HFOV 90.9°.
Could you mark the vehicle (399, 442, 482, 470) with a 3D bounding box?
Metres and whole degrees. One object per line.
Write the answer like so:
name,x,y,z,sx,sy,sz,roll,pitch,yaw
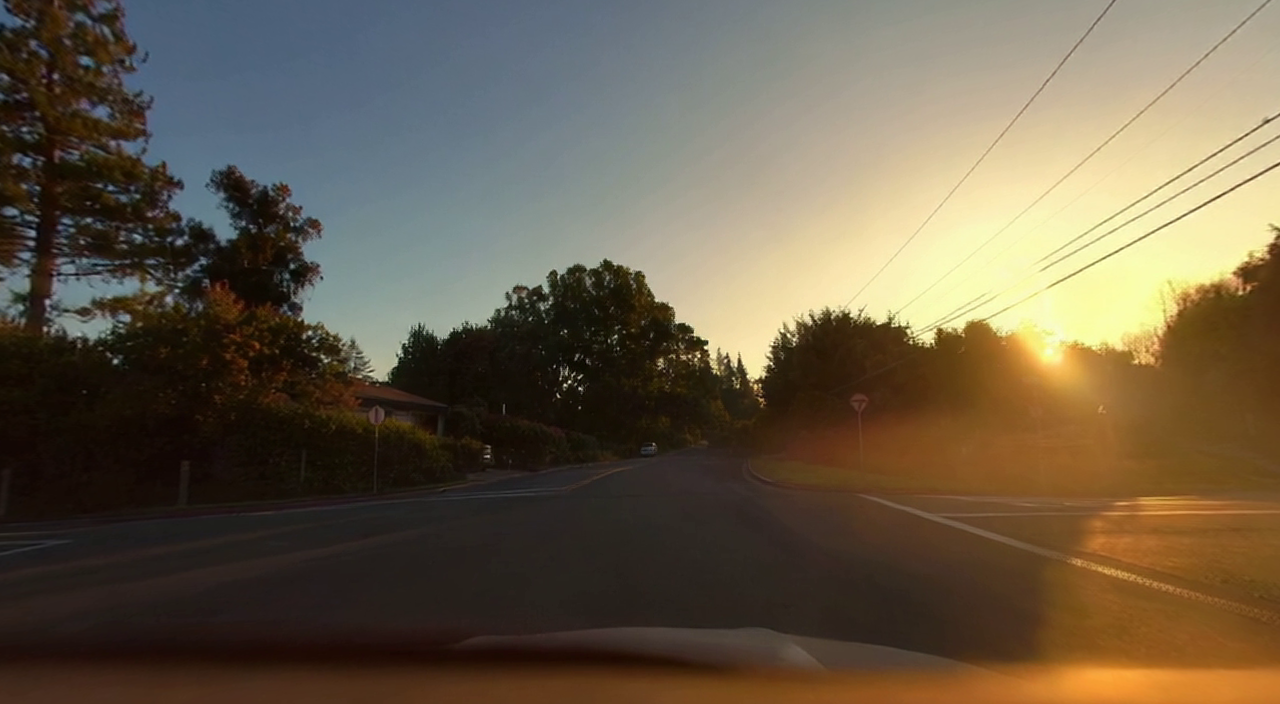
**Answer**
vehicle,-12.686,6.626,40.227,4.590,1.735,1.973,-1,-9,3
